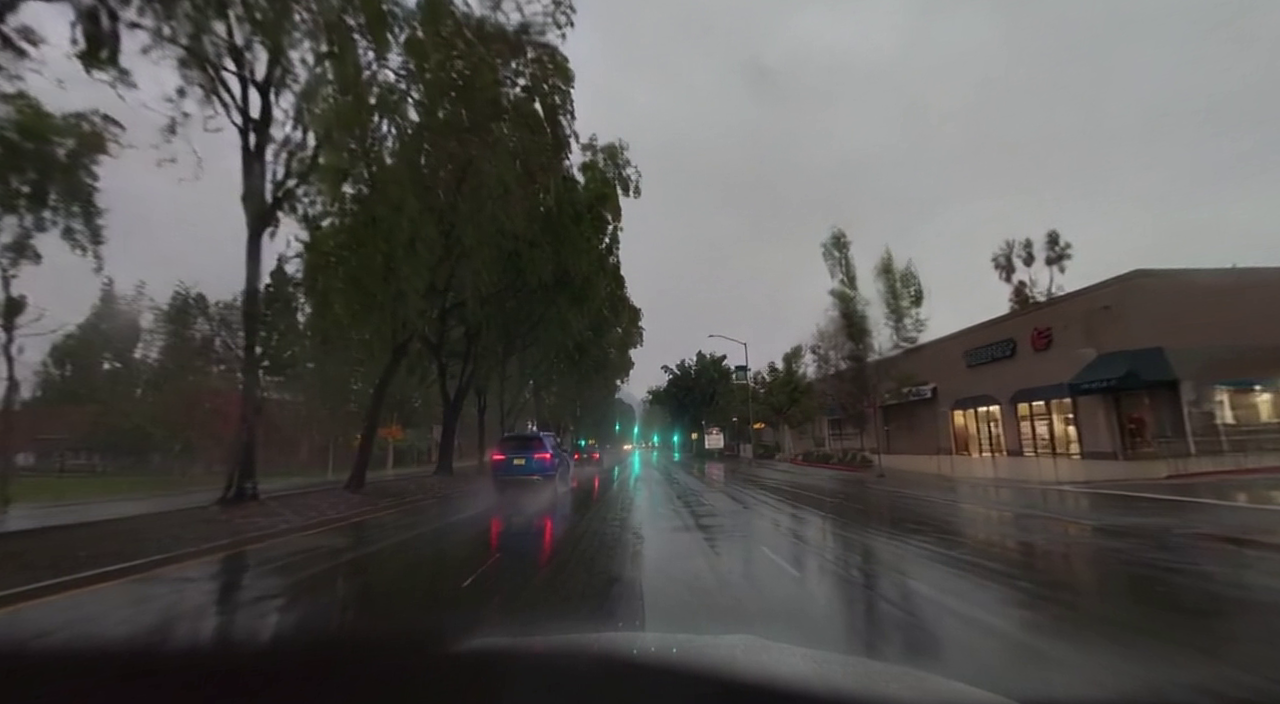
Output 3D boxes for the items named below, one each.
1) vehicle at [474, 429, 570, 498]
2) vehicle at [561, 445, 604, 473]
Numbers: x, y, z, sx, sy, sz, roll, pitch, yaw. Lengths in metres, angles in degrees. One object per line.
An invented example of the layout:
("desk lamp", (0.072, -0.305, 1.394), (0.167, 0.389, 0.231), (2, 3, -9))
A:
("vehicle", (-3.369, 3.297, 19.014), (2.042, 1.817, 4.364), (0, -9, 0))
("vehicle", (-3.158, 5.998, 35.597), (2.069, 1.470, 4.601), (0, -9, 0))
